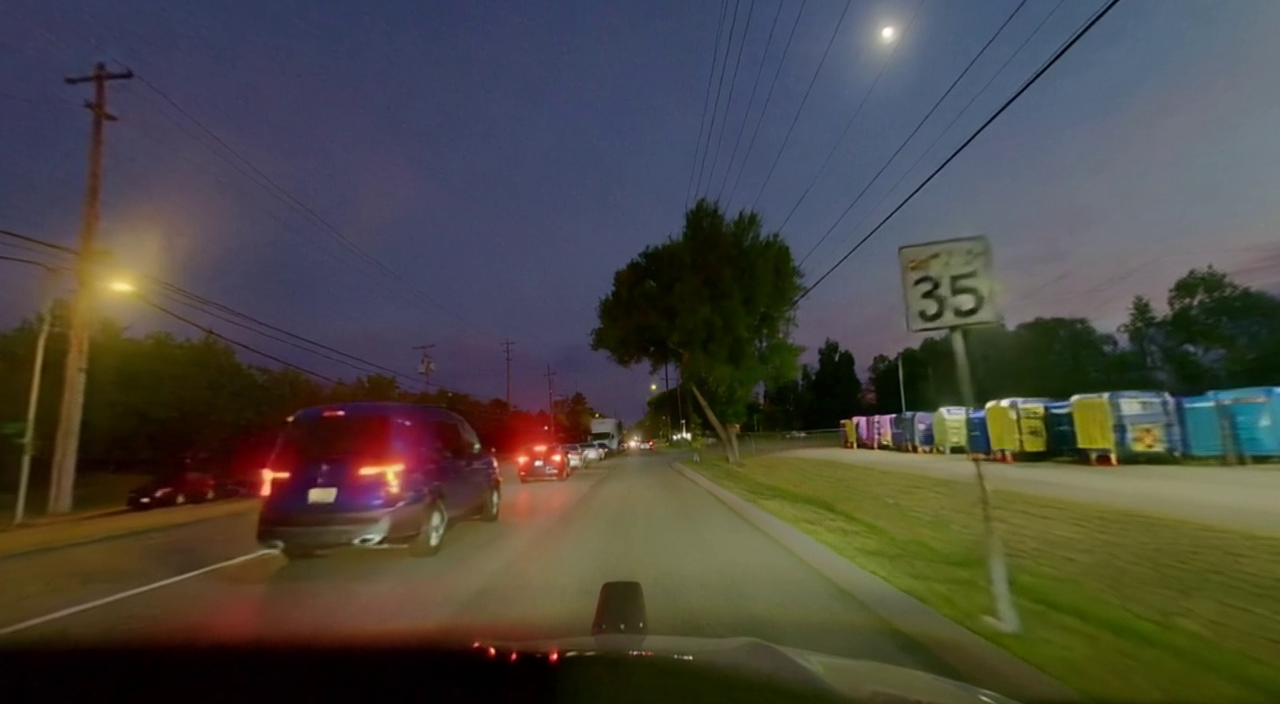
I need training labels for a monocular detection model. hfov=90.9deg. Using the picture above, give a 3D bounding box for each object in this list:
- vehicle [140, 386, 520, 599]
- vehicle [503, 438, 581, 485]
[{"bbox_3d":[-3.149,1.583,8.026,2.180,1.818,5.117,0,-8,1],"label":"vehicle"},{"bbox_3d":[-3.323,3.802,22.209,1.998,1.466,4.124,0,-8,1],"label":"vehicle"}]
